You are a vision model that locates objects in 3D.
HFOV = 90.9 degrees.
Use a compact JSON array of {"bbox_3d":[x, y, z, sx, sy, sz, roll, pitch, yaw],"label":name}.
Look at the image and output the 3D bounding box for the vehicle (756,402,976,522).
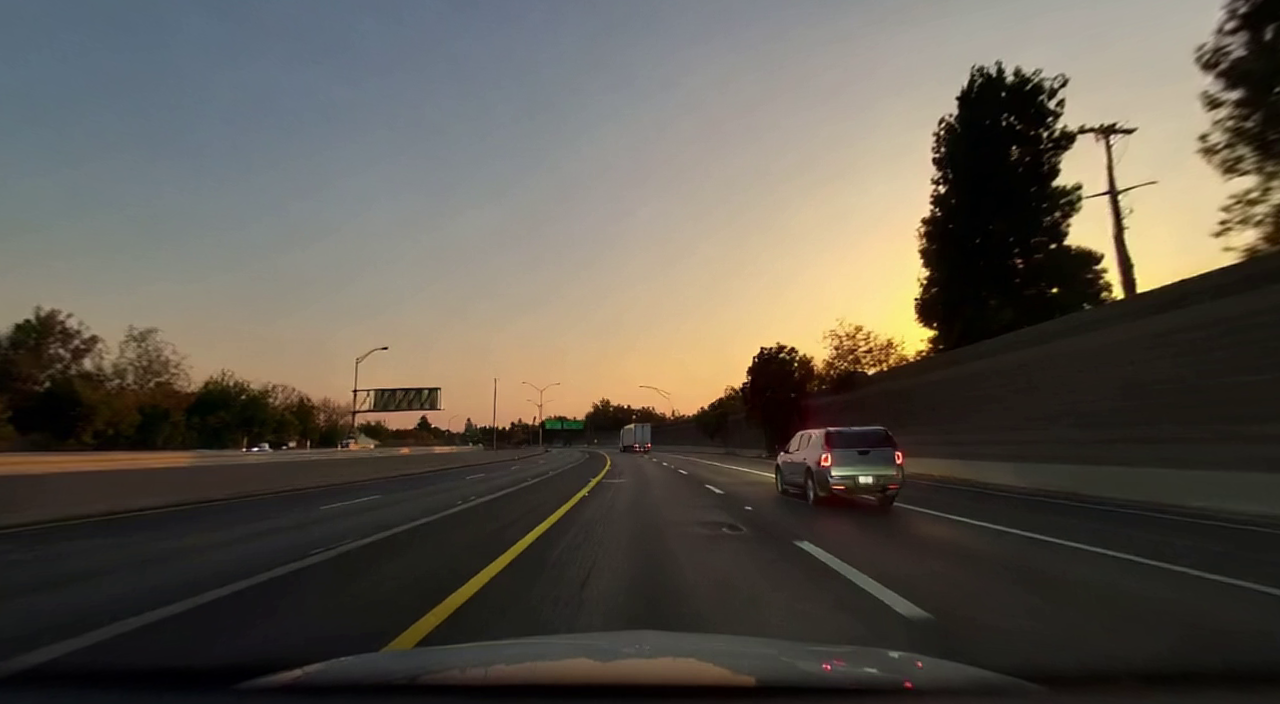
[{"bbox_3d":[4.270,2.216,13.304,2.383,1.959,5.669,0,-8,-2],"label":"vehicle"}]
